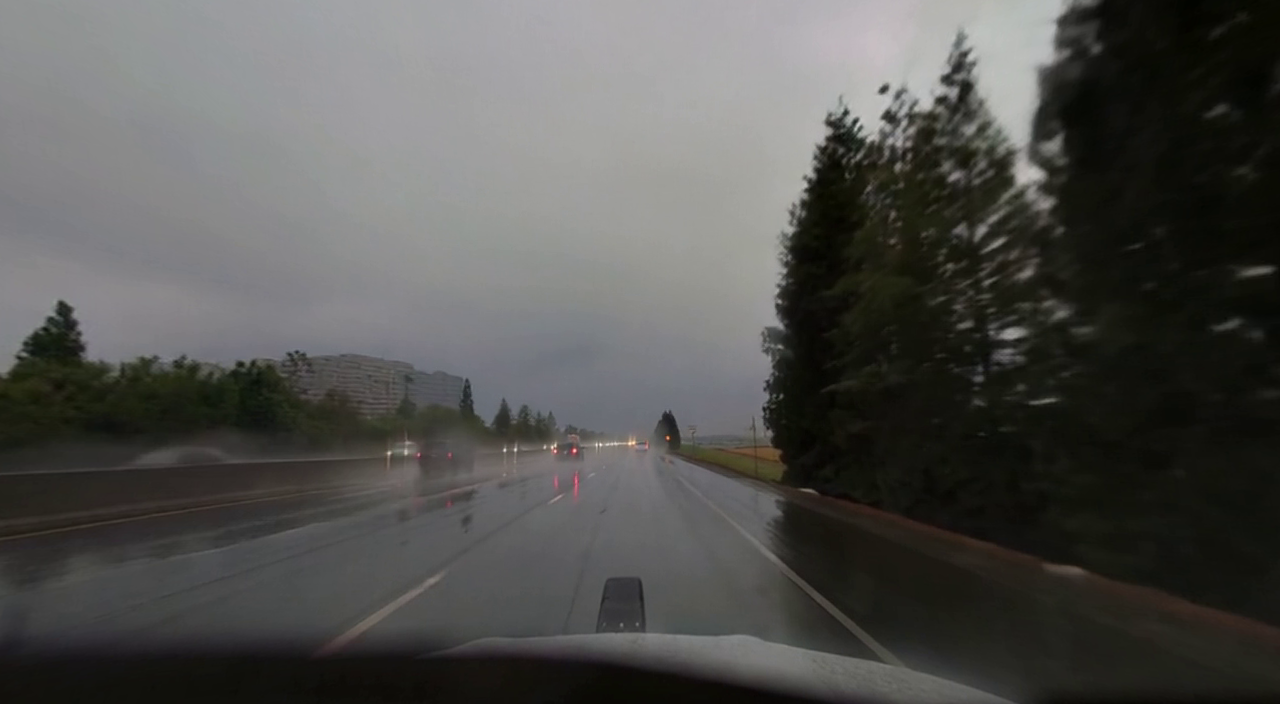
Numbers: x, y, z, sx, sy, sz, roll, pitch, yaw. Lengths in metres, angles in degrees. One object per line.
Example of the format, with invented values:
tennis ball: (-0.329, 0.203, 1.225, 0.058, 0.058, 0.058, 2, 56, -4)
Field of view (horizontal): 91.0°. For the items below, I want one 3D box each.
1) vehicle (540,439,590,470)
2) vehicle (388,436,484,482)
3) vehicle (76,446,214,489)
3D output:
vehicle: (-4.044, 5.639, 34.802, 2.083, 1.588, 4.801, 0, -9, 1)
vehicle: (-7.580, 4.020, 23.928, 2.034, 1.523, 4.627, 0, -9, 1)
vehicle: (-18.948, 4.400, 24.391, 1.870, 1.518, 4.168, 0, -9, 1)
